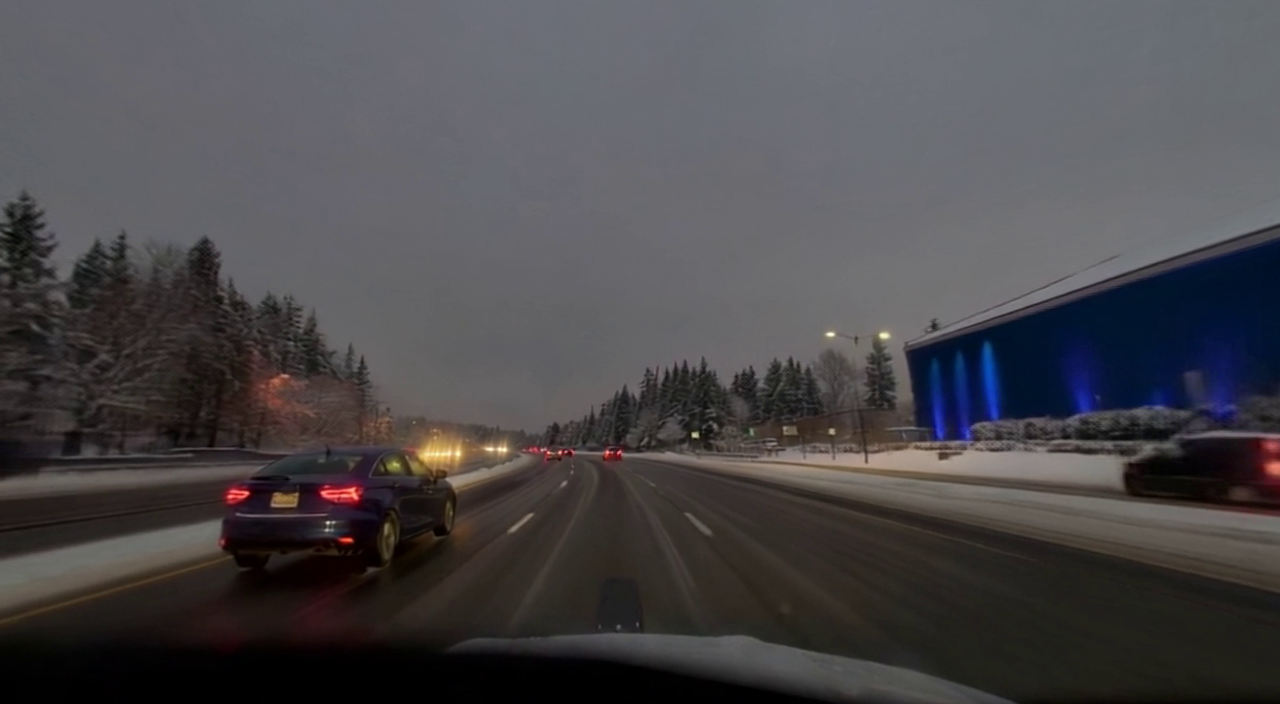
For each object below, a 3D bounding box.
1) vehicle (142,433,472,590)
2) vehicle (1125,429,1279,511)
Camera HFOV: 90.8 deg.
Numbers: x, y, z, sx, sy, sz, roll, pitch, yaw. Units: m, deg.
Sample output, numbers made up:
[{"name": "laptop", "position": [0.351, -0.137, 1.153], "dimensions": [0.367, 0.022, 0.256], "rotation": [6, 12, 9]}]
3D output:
[{"name": "vehicle", "position": [-3.764, 1.850, 8.267], "dimensions": [2.018, 1.476, 4.364], "rotation": [0, -8, -2]}, {"name": "vehicle", "position": [13.721, 2.526, 13.789], "dimensions": [1.983, 1.613, 5.190], "rotation": [0, -8, -2]}]
